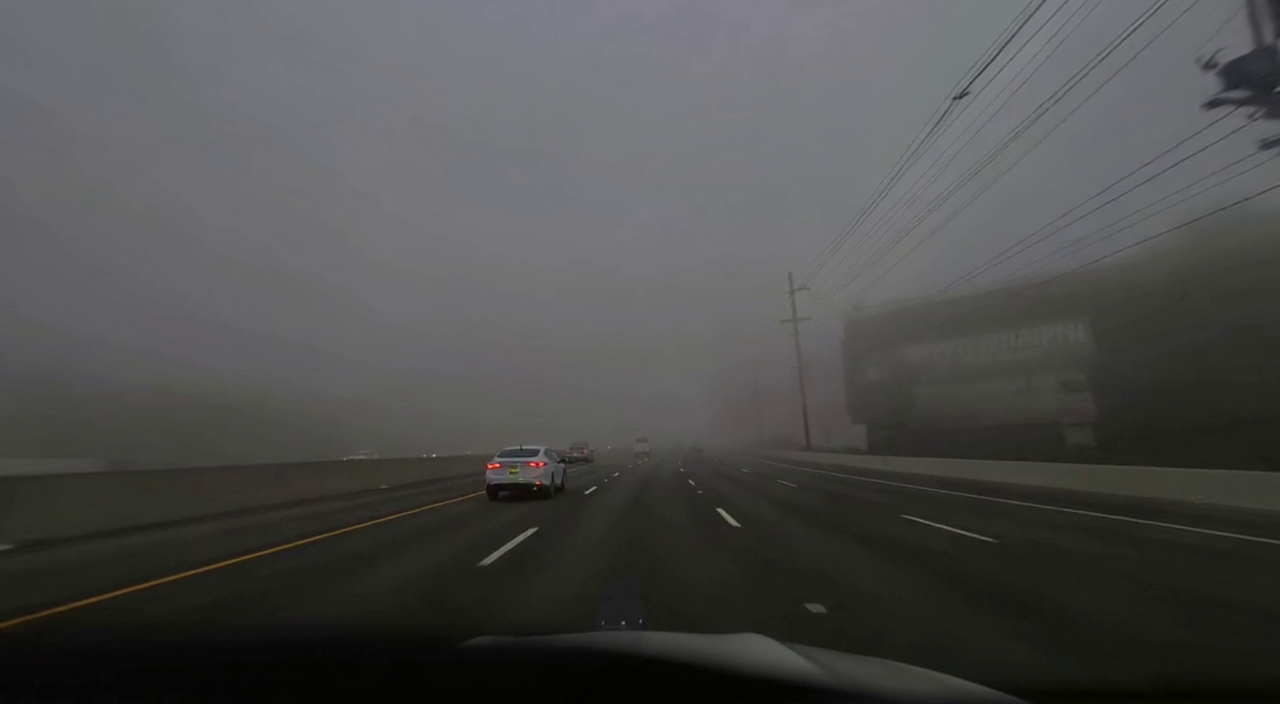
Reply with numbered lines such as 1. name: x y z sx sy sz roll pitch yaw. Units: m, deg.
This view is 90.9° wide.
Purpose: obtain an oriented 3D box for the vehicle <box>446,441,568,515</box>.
1. vehicle: -2.898 2.824 14.661 1.891 1.444 3.968 0 -8 1
